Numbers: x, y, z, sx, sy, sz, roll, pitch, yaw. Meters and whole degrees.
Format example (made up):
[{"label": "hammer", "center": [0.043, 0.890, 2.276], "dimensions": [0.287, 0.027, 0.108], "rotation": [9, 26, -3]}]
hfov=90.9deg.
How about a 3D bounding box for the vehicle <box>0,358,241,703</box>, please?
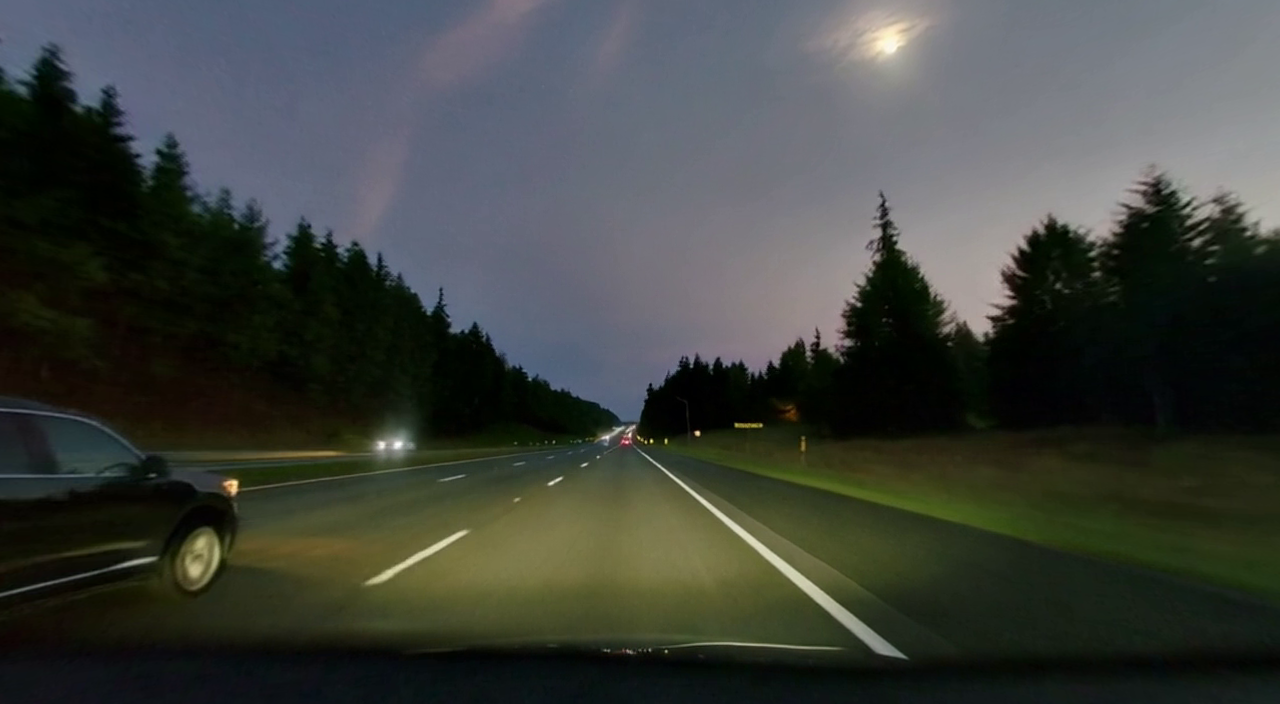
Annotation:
[{"label": "vehicle", "center": [-4.144, 0.843, 2.842], "dimensions": [2.034, 1.675, 4.080], "rotation": [0, -8, -1]}]
